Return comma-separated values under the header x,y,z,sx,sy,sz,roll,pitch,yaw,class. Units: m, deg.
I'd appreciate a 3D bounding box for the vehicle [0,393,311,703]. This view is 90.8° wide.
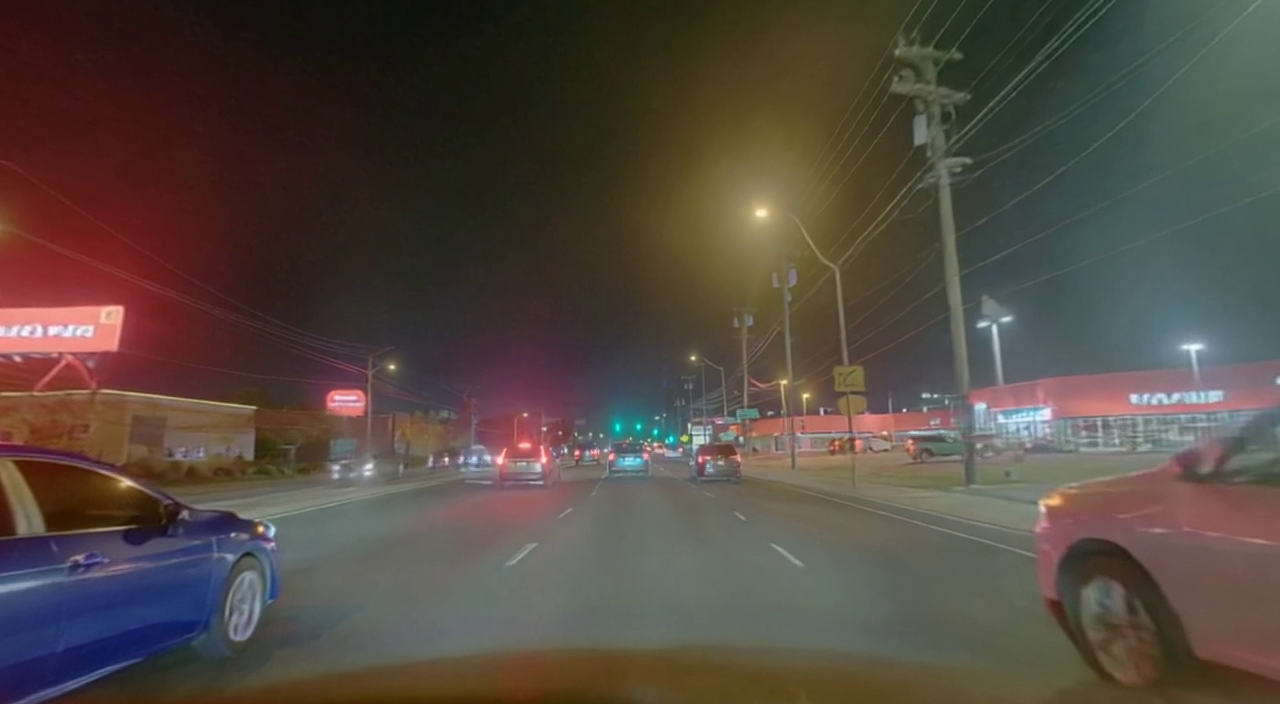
x,y,z,sx,sy,sz,roll,pitch,yaw,class
-3.291,0.885,2.097,2.022,1.498,4.471,0,-8,-1,vehicle

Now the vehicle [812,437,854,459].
x,y,z,sx,sy,sz,roll,pitch,yaw,class
14.733,7.292,48.133,1.990,1.597,4.475,-5,-9,30,vehicle

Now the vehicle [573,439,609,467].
x,y,z,sx,sy,sz,roll,pitch,yaw,class
-3.684,7.731,48.596,2.405,2.009,5.909,0,-8,-1,vehicle

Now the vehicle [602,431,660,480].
x,y,z,sx,sy,sz,roll,pitch,yaw,class
-0.435,4.492,27.722,2.326,1.925,4.253,0,-8,-2,vehicle

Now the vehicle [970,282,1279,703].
x,y,z,sx,sy,sz,roll,pitch,yaw,class
3.457,0.638,1.829,2.282,1.897,4.915,0,-8,-1,vehicle

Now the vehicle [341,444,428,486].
x,y,z,sx,sy,sz,roll,pitch,yaw,class
-11.039,4.883,27.685,2.020,1.633,4.462,0,-8,-2,vehicle

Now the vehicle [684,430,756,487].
x,y,z,sx,sy,sz,roll,pitch,yaw,class
2.844,3.880,23.469,2.026,1.904,4.102,0,-8,-1,vehicle

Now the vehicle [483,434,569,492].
x,y,z,sx,sy,sz,roll,pitch,yaw,class
-3.536,3.521,20.405,2.051,1.671,3.861,0,-8,0,vehicle

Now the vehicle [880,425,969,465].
x,y,z,sx,sy,sz,roll,pitch,yaw,class
16.114,5.336,36.237,2.409,1.981,5.809,-2,-9,0,vehicle

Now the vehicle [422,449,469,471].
x,y,z,sx,sy,sz,roll,pitch,yaw,class
-15.181,8.446,49.714,2.258,1.586,4.820,0,-8,-1,vehicle
